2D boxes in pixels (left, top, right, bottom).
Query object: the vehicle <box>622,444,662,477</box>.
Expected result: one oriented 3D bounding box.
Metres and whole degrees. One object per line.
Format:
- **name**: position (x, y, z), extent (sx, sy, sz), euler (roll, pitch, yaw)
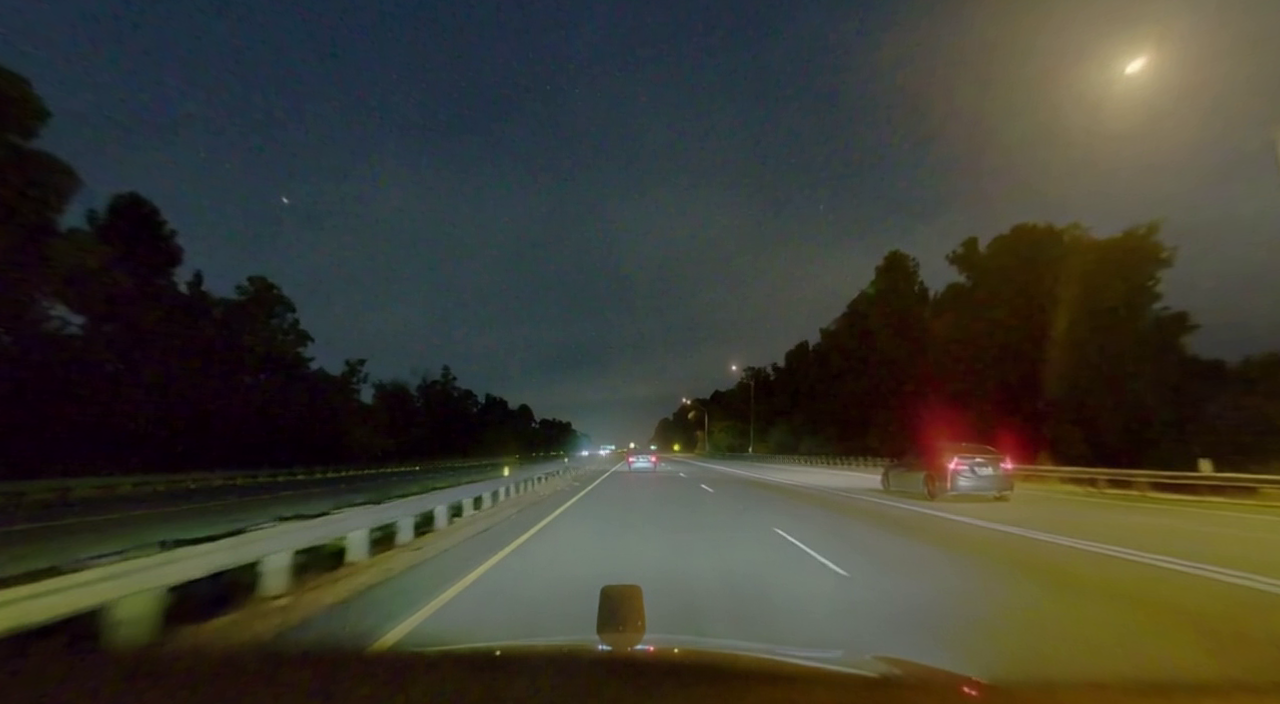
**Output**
- **vehicle**: position (0.068, 5.768, 33.656), extent (1.987, 1.658, 3.620), euler (0, -9, -1)
